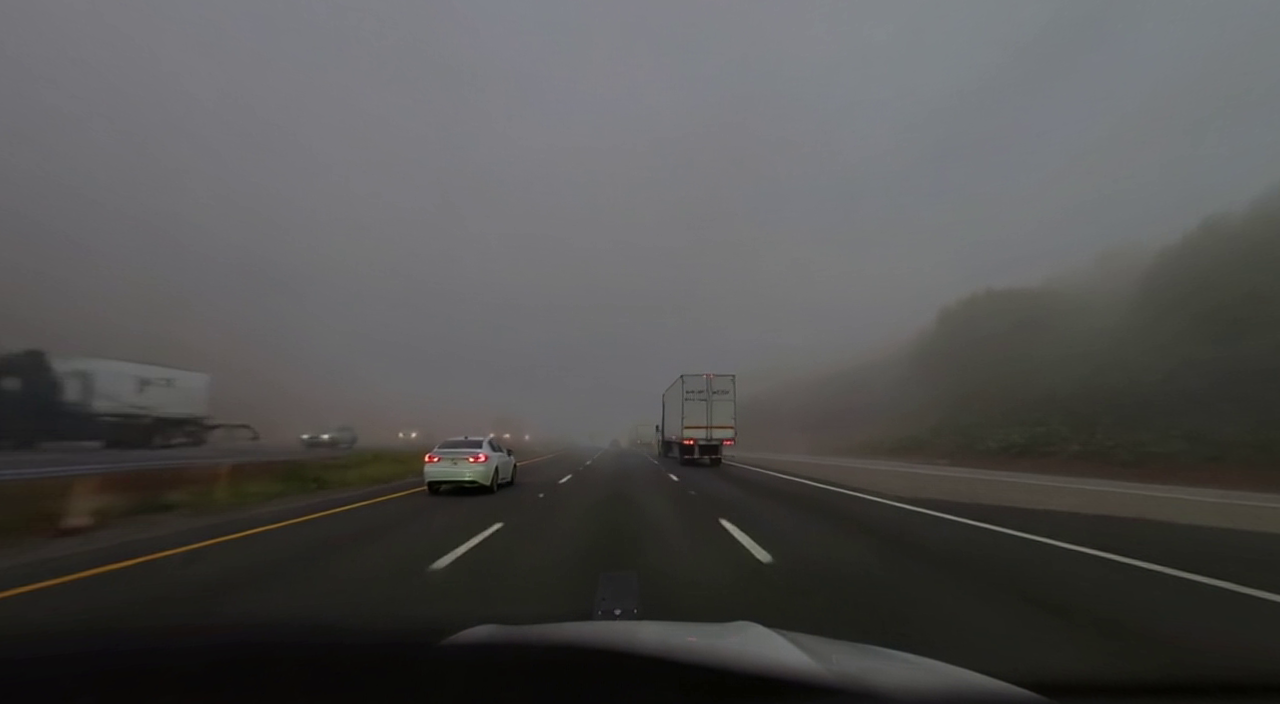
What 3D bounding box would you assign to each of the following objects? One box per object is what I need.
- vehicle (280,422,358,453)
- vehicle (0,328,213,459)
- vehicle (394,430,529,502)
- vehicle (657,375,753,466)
[{"bbox_3d":[-16.831,4.522,33.309,1.818,1.476,4.577,0,-8,-1],"label":"vehicle"},{"bbox_3d":[-20.092,1.773,22.475,2.903,3.769,9.823,0,-8,-1],"label":"vehicle"},{"bbox_3d":[-4.028,2.621,15.075,1.971,1.444,4.401,0,-8,-1],"label":"vehicle"},{"bbox_3d":[3.072,4.002,35.250,3.241,4.042,14.292,0,-8,-3],"label":"vehicle"}]
